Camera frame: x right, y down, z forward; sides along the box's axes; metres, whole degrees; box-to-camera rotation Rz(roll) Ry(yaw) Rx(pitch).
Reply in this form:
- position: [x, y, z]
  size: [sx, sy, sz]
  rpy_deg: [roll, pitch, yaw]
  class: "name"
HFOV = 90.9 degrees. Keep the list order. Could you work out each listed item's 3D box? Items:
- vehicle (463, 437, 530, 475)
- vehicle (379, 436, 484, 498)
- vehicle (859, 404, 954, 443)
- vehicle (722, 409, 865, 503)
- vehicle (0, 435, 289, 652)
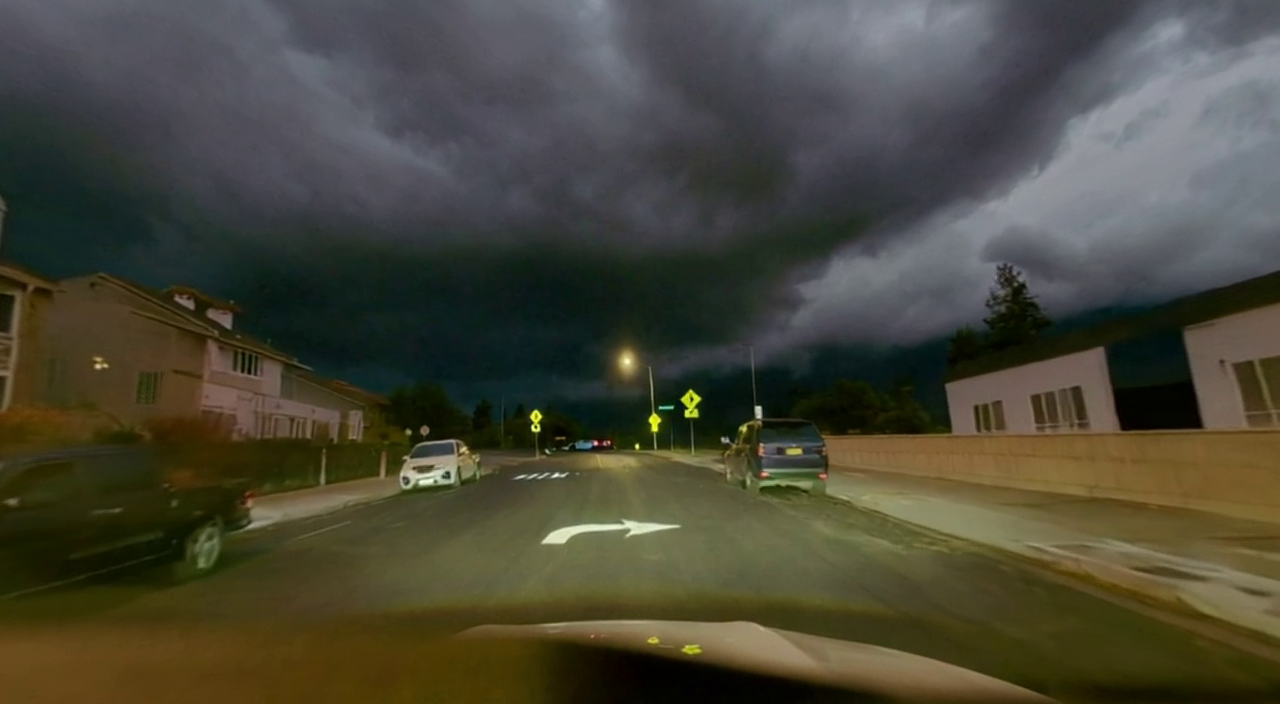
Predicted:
- position: [-6.086, 4.434, 27.173]
  size: [1.919, 1.464, 4.155]
  rpy_deg: [1, -8, -1]
  class: "vehicle"
- position: [-5.907, 3.250, 18.337]
  size: [1.842, 1.540, 3.704]
  rpy_deg: [-2, -7, -1]
  class: "vehicle"
- position: [13.390, 3.677, 31.827]
  size: [4.184, 1.817, 2.026]
  rpy_deg: [-4, -9, 22]
  class: "vehicle"
- position: [3.096, 2.201, 13.782]
  size: [1.997, 1.663, 4.544]
  rpy_deg: [-2, -8, 1]
  class: "vehicle"
- position: [-5.621, 1.524, 5.651]
  size: [1.972, 1.502, 5.530]
  rpy_deg: [1, -7, -3]
  class: "vehicle"
